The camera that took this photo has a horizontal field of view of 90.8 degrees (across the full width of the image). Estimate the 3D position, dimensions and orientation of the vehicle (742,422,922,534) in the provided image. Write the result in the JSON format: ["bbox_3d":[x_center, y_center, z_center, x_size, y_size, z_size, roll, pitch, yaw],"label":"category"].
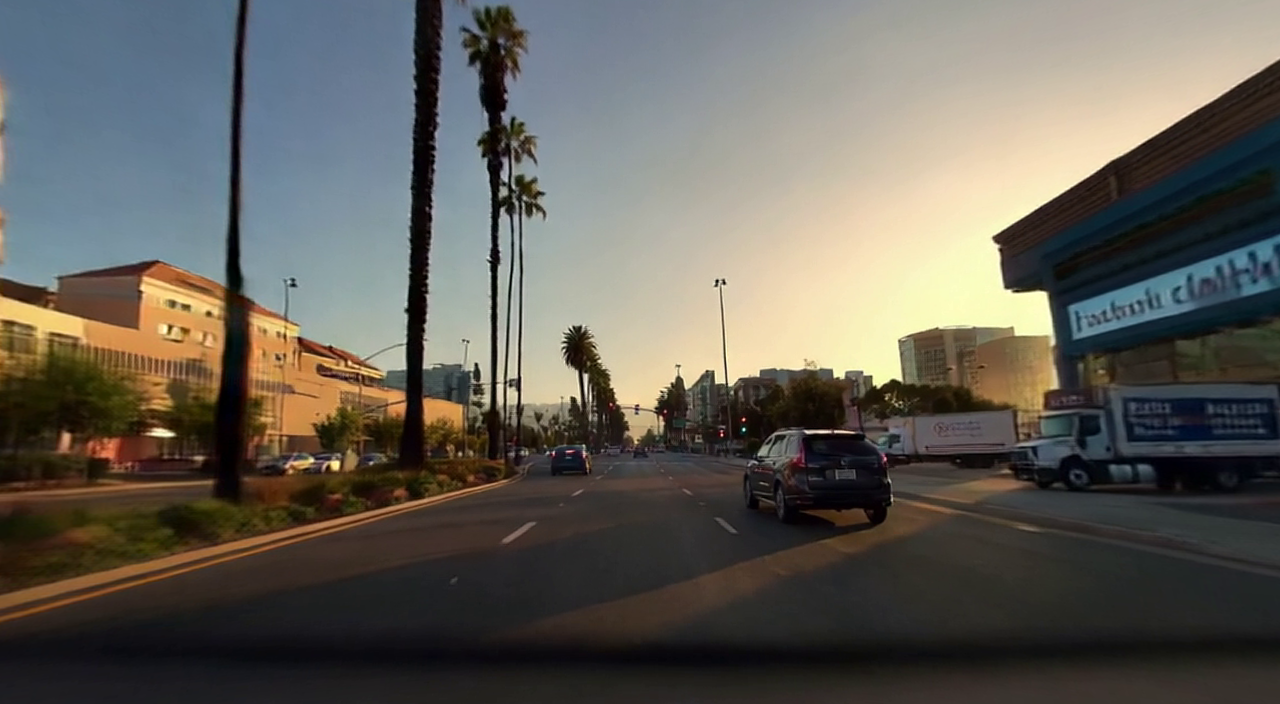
[{"bbox_3d":[3.344,2.288,12.028,1.982,1.711,4.276,0,-9,-1],"label":"vehicle"}]

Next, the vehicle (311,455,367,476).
[{"bbox_3d":[-22.583,8.523,47.644,1.997,1.434,4.569,0,-9,0],"label":"vehicle"}]

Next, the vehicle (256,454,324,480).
[{"bbox_3d":[-22.517,7.383,40.807,2.045,1.536,3.911,0,-9,1],"label":"vehicle"}]

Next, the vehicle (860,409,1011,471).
[{"bbox_3d":[15.799,4.770,34.241,6.704,3.194,2.704,-1,-9,6],"label":"vehicle"}]

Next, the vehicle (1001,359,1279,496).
[{"bbox_3d":[14.479,2.103,17.542,7.195,3.468,2.597,0,-9,-3],"label":"vehicle"}]

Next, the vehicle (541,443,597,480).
[{"bbox_3d":[-3.011,4.737,27.550,2.034,1.498,3.995,0,-9,-1],"label":"vehicle"}]
